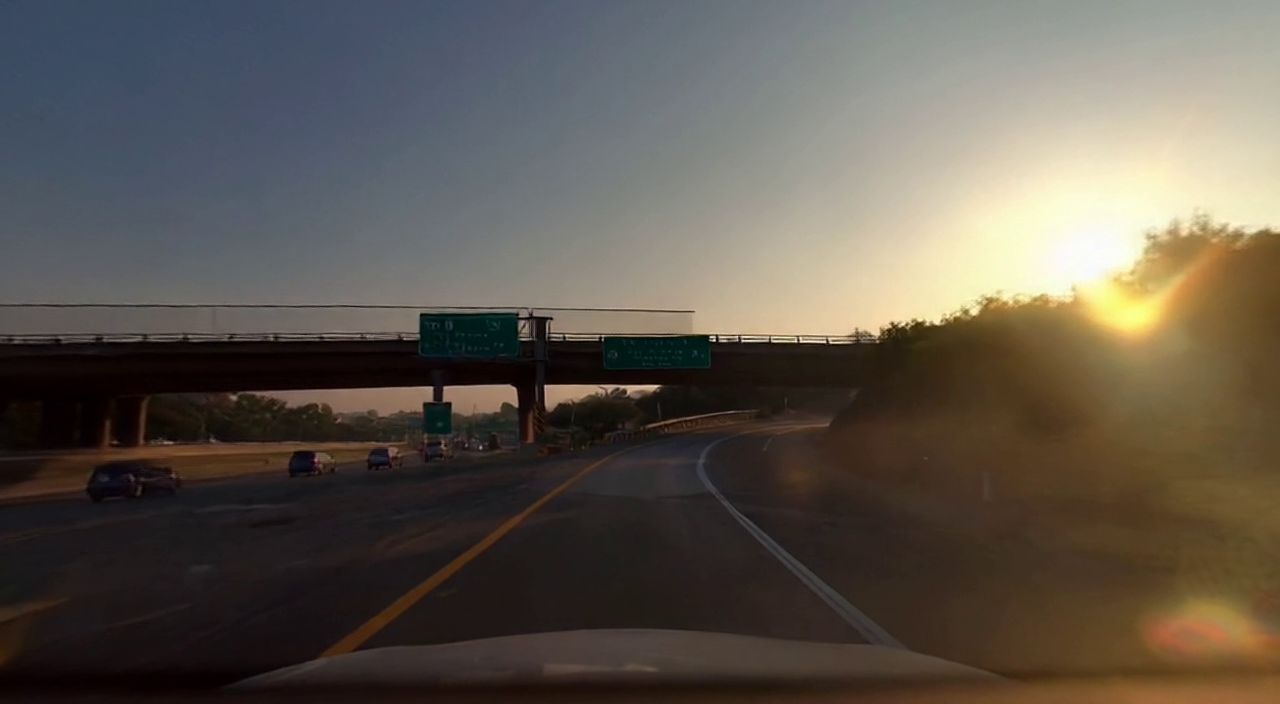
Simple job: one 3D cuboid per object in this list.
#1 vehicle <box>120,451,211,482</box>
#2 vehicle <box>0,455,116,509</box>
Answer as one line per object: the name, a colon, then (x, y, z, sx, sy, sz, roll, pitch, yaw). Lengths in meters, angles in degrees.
vehicle: (-30.018, 7.241, 40.072, 2.209, 1.778, 5.108, 1, -8, -6)
vehicle: (-20.691, 4.320, 21.370, 2.045, 1.513, 4.795, 1, -8, -6)
